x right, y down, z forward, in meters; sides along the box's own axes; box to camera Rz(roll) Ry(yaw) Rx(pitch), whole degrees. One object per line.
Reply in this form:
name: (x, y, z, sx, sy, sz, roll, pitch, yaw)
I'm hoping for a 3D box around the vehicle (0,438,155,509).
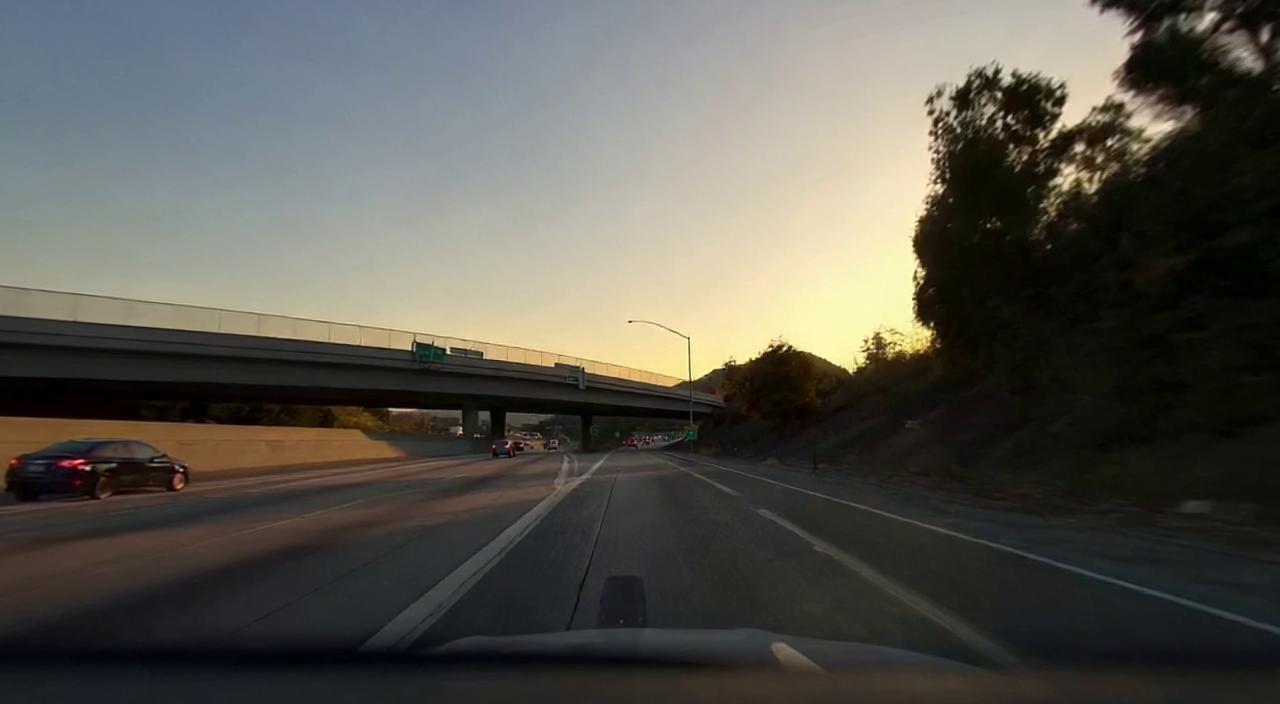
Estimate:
vehicle: (-16.311, 3.339, 17.726, 2.093, 1.735, 4.285, 1, -9, -5)
